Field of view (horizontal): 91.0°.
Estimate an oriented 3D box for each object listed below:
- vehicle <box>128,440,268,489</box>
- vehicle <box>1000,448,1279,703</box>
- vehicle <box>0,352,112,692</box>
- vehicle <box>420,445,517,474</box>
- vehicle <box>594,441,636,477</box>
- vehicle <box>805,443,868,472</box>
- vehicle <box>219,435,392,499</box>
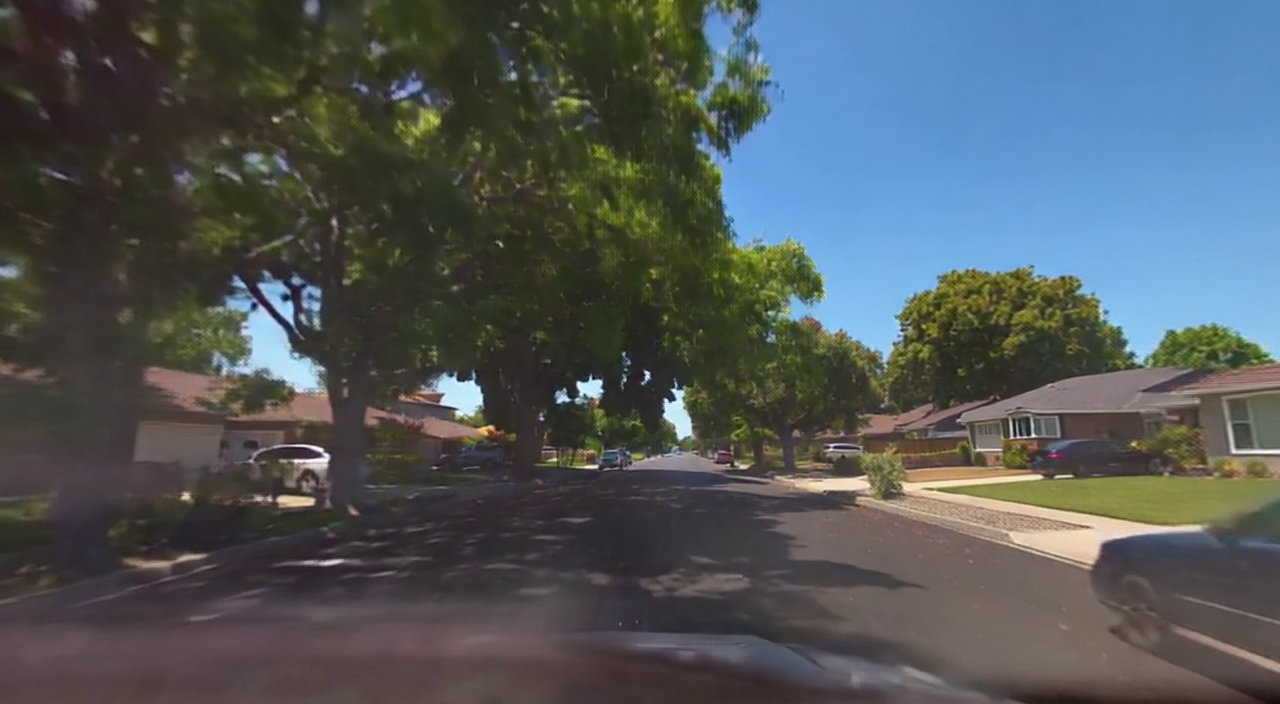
[{"bbox_3d":[-15.037,3.762,21.392,4.473,1.493,1.884,-4,-9,27],"label":"vehicle"},{"bbox_3d":[4.231,1.267,3.456,1.959,1.431,4.647,0,-8,3],"label":"vehicle"},{"bbox_3d":[-5.265,0.716,1.602,2.337,2.084,6.088,-1,-9,3],"label":"vehicle"},{"bbox_3d":[-9.889,6.231,36.578,4.977,1.558,2.079,-1,-9,5],"label":"vehicle"},{"bbox_3d":[-1.834,8.066,47.780,2.482,2.054,5.323,0,-3,5],"label":"vehicle"},{"bbox_3d":[12.855,6.917,41.375,3.647,1.784,1.650,-1,-8,5],"label":"vehicle"},{"bbox_3d":[-10.291,3.551,19.554,4.373,1.747,2.029,-4,-9,11],"label":"vehicle"}]
